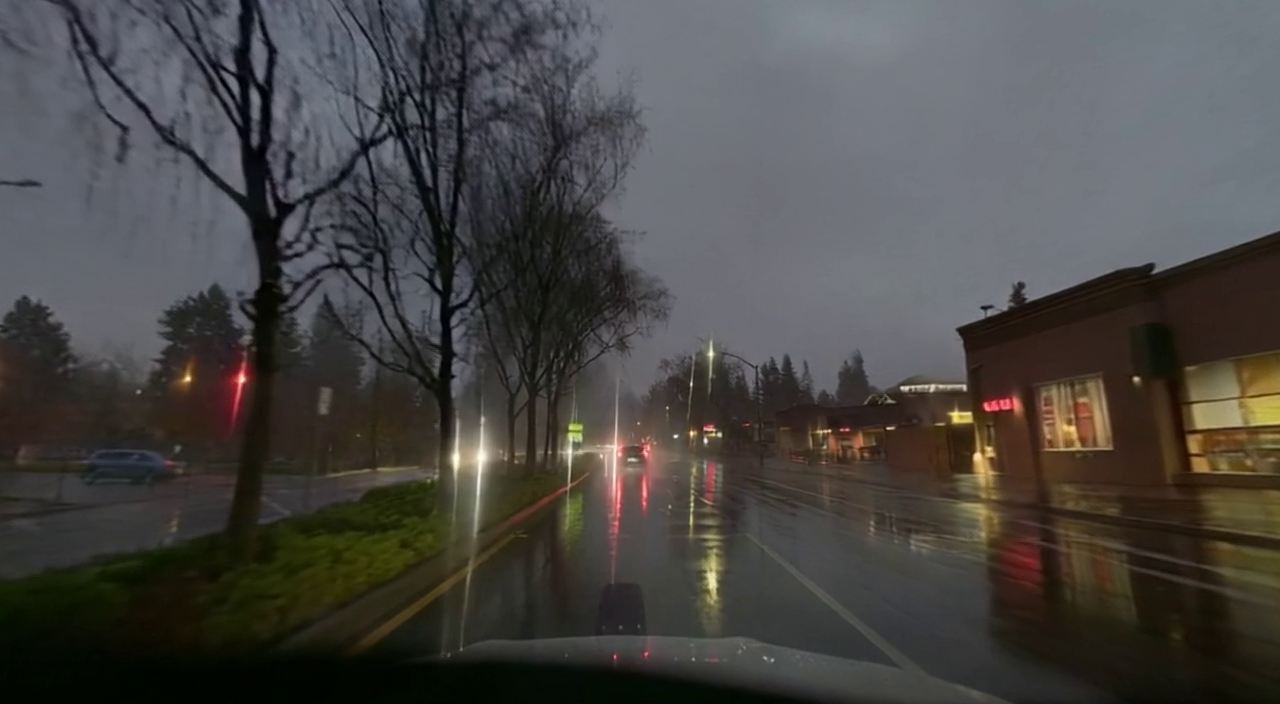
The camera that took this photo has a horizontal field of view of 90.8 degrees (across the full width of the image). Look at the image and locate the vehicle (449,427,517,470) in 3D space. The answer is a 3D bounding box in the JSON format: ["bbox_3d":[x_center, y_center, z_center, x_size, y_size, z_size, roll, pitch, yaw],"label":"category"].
[{"bbox_3d":[-8.603,5.366,35.253,2.274,2.201,5.710,-1,-9,1],"label":"vehicle"}]

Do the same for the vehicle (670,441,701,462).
[{"bbox_3d":[3.455,7.633,48.520,1.910,1.474,4.003,0,-9,-2],"label":"vehicle"}]

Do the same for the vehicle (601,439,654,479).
[{"bbox_3d":[-0.473,4.287,25.560,2.006,1.487,3.535,0,-9,0],"label":"vehicle"}]

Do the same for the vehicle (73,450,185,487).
[{"bbox_3d":[-23.521,5.338,29.181,3.650,1.487,1.757,-1,-8,-1],"label":"vehicle"}]
